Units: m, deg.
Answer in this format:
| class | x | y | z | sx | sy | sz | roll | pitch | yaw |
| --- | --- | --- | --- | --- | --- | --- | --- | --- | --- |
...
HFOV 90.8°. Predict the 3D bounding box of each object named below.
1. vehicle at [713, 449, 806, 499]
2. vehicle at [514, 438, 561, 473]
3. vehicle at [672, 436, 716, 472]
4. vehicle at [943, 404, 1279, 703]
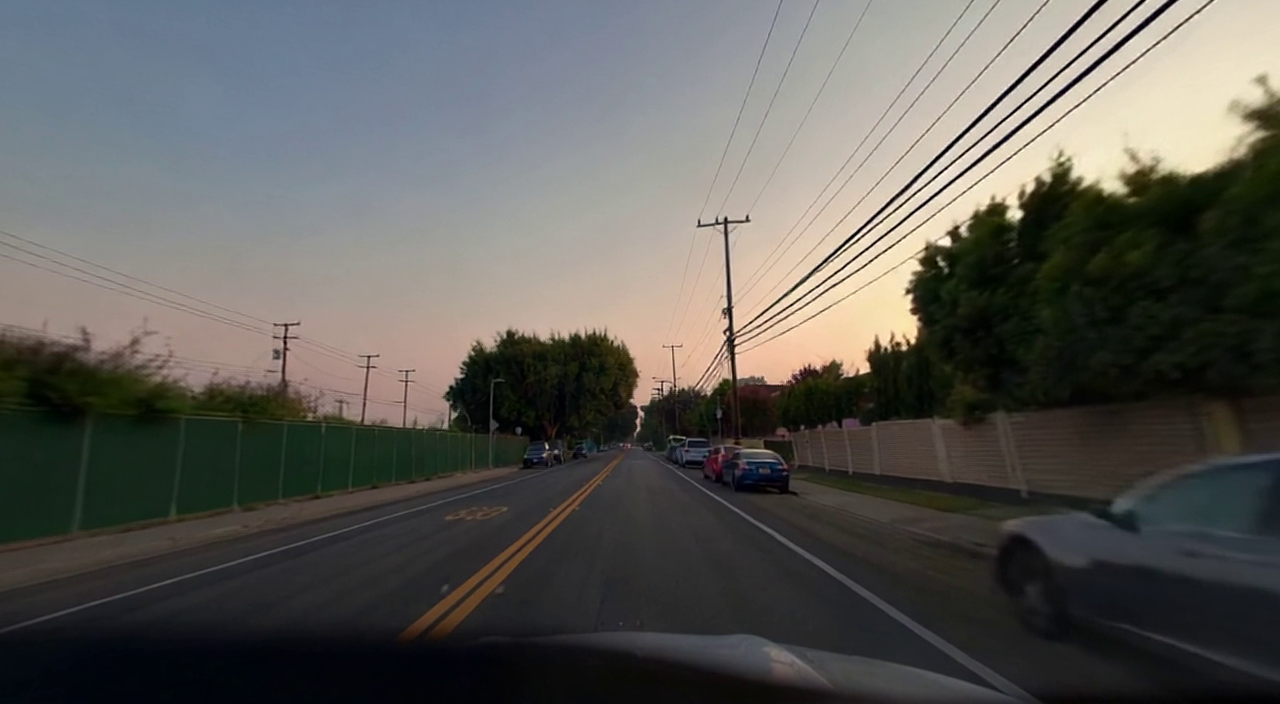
| class | x | y | z | sx | sy | sz | roll | pitch | yaw |
| --- | --- | --- | --- | --- | --- | --- | --- | --- | --- |
| vehicle | 3.515 | 3.648 | 19.365 | 1.984 | 1.342 | 4.066 | 0 | -9 | -1 |
| vehicle | -6.805 | 6.888 | 42.491 | 2.268 | 2.154 | 5.321 | 0 | -8 | 0 |
| vehicle | 3.175 | 6.188 | 38.392 | 2.053 | 2.005 | 5.495 | 0 | -9 | -1 |
| vehicle | 3.544 | 1.016 | 2.815 | 2.029 | 1.513 | 4.577 | 0 | -9 | -1 |
